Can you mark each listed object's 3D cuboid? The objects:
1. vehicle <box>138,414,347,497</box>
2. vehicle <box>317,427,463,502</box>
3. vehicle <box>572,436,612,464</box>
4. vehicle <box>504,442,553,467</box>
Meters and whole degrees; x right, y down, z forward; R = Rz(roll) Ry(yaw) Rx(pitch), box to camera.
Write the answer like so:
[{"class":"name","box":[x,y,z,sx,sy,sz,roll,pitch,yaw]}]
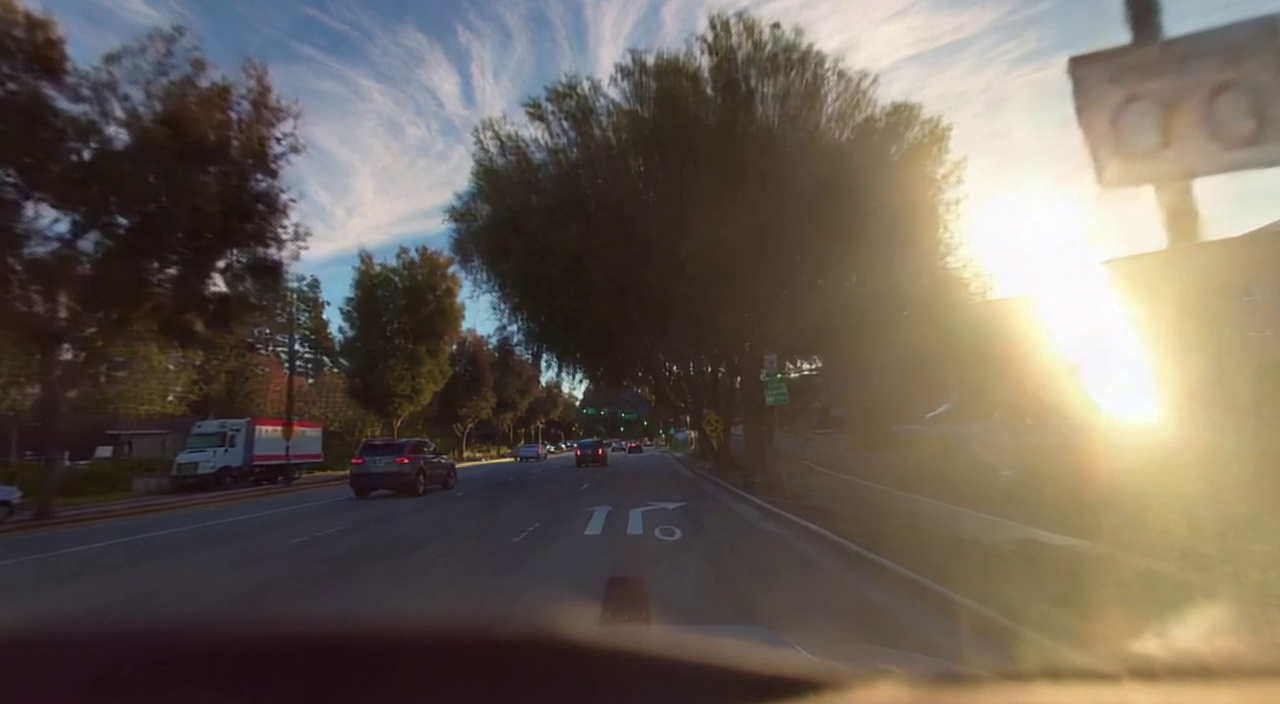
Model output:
[{"class":"vehicle","box":[-21.744,5.818,36.478,3.033,3.777,14.652,0,-8,-2]},{"class":"vehicle","box":[-6.866,3.129,18.050,2.137,1.835,4.844,0,-8,1]},{"class":"vehicle","box":[-2.956,6.093,39.384,2.100,1.661,3.837,0,-8,1]},{"class":"vehicle","box":[-6.702,6.187,38.380,2.072,1.427,4.328,0,-8,1]}]
